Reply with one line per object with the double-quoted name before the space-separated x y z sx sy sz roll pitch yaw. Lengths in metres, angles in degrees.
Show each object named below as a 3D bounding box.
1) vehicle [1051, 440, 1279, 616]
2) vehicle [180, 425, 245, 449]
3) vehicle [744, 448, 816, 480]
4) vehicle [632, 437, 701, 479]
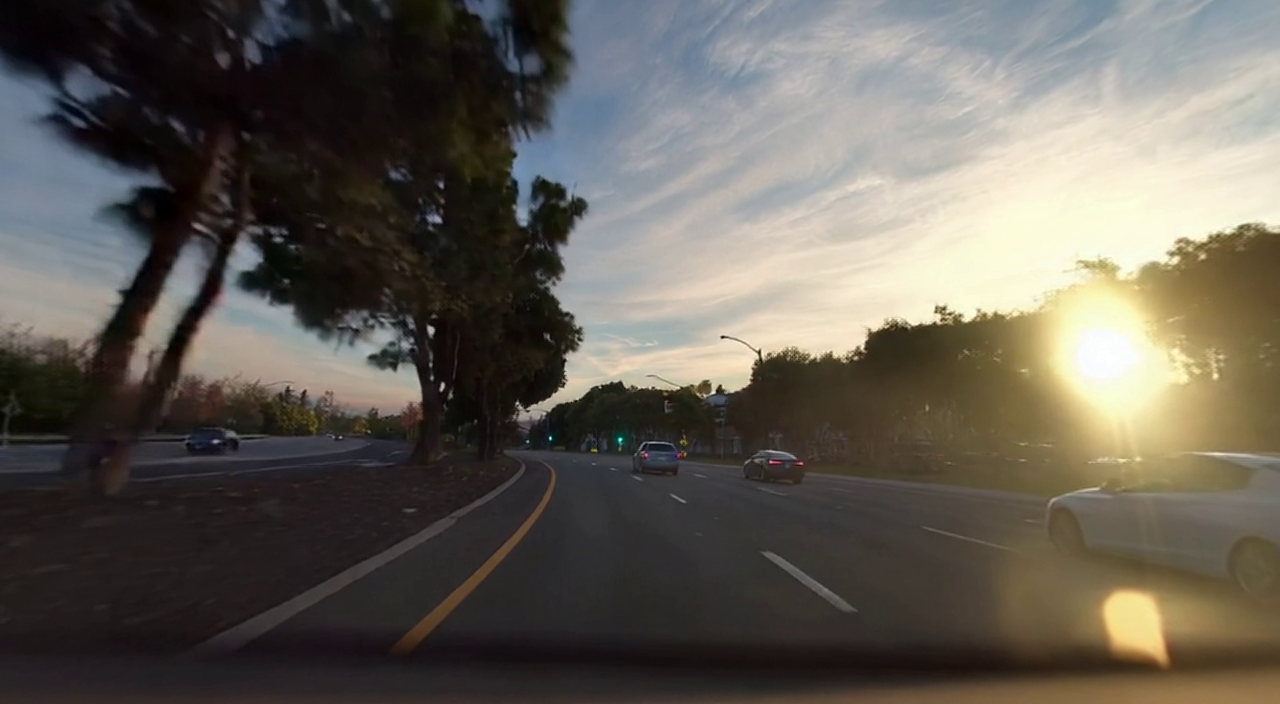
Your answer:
"vehicle" 6.348 1.580 5.933 1.882 1.476 4.344 0 -8 -3
"vehicle" -28.677 5.770 42.547 1.915 1.500 4.652 2 -9 -12
"vehicle" 6.999 5.632 32.181 1.940 1.460 4.652 2 -8 -10
"vehicle" 1.040 4.588 27.681 2.122 1.646 4.525 2 -9 -10
